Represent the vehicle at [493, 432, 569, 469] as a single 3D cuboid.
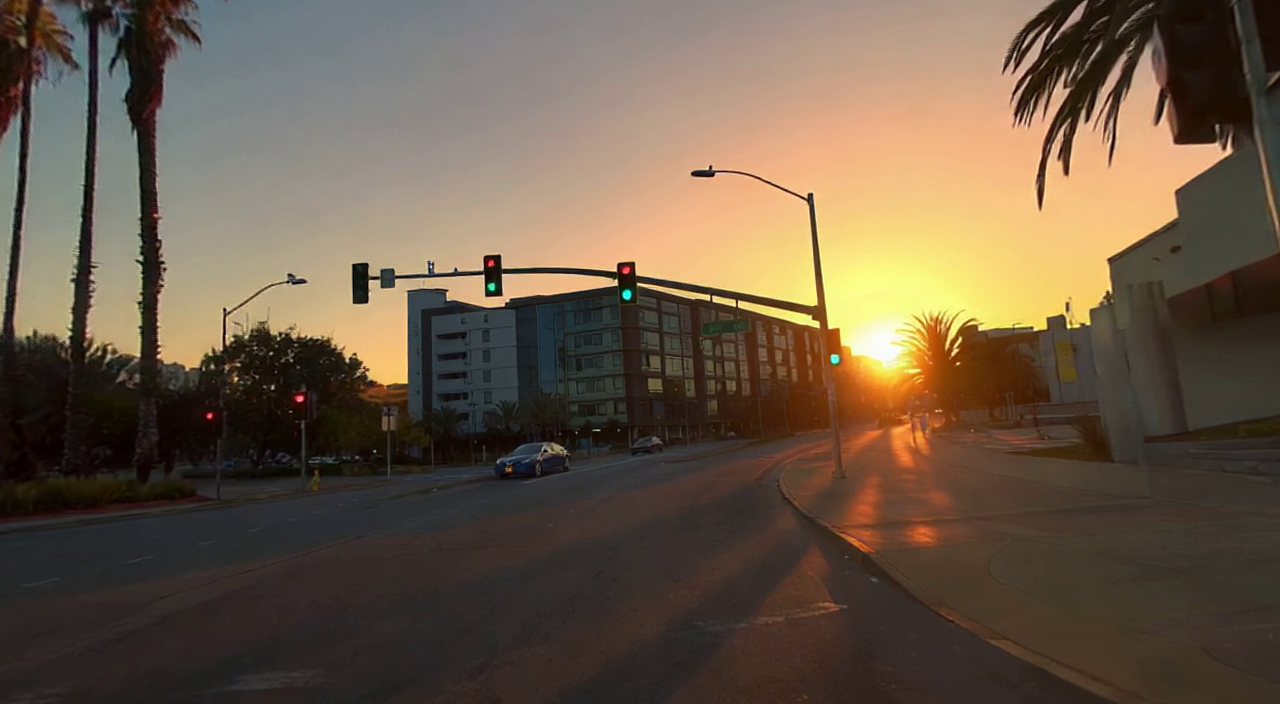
[{"bbox_3d":[-5.684,5.235,33.642,2.181,1.792,4.648,-3,-9,16],"label":"vehicle"}]
